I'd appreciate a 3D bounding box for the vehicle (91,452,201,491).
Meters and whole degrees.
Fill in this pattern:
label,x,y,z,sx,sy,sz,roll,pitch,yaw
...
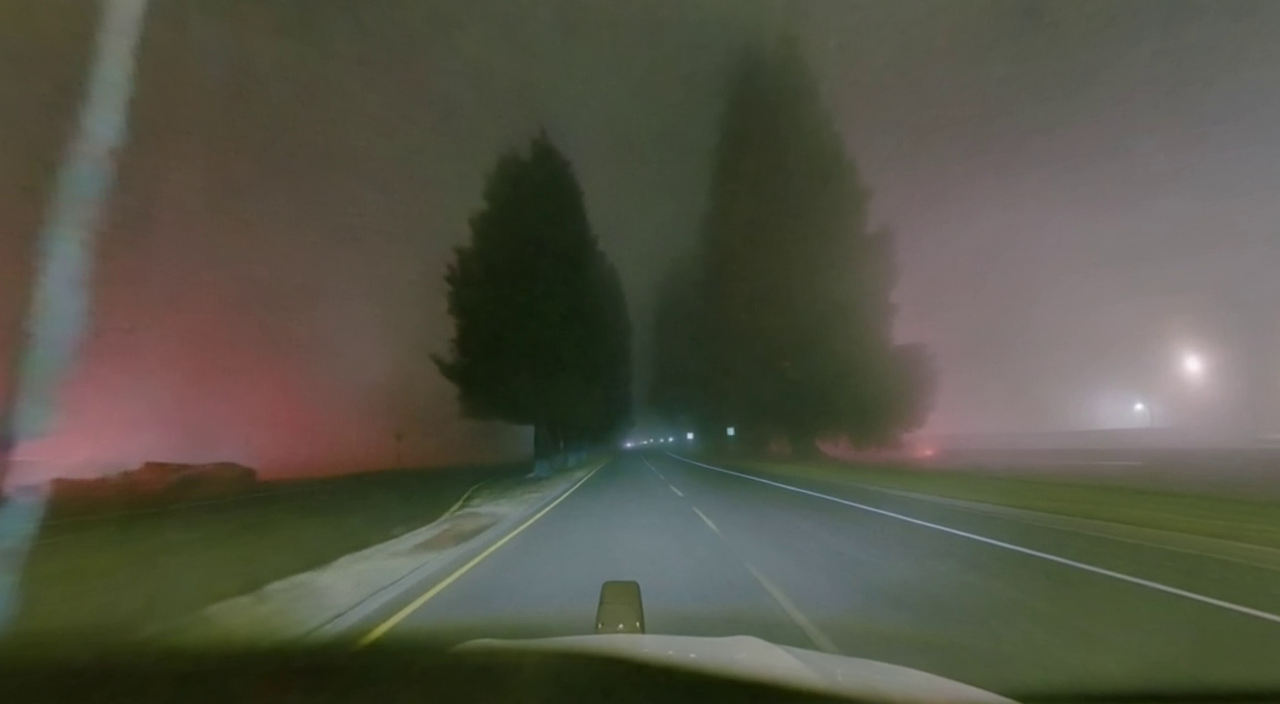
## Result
label,x,y,z,sx,sy,sz,roll,pitch,yaw
vehicle,-26.835,6.490,34.450,4.362,1.733,2.041,-3,-6,1

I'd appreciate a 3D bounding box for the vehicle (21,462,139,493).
label,x,y,z,sx,sy,sz,roll,pitch,yaw
vehicle,-28.099,6.286,31.789,3.938,1.485,2.055,0,-10,2

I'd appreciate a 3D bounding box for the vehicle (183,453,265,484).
label,x,y,z,sx,sy,sz,roll,pitch,yaw
vehicle,-27.734,7.766,42.206,4.168,1.509,2.053,-5,-5,4
